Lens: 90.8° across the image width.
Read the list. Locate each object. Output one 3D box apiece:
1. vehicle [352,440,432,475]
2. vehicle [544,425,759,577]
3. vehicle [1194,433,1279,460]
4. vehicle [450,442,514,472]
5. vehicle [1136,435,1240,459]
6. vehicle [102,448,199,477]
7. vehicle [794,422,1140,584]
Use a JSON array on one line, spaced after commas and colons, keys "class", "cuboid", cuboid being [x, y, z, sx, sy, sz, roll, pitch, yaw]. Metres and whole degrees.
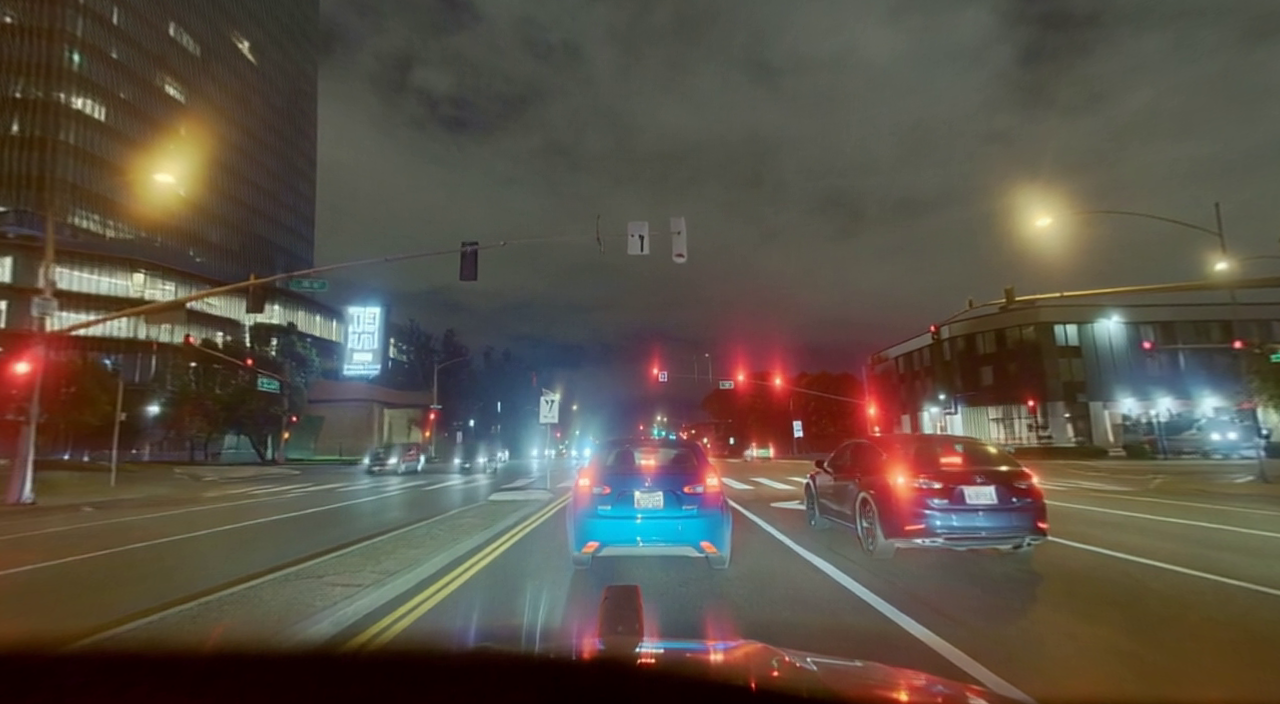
[{"class": "vehicle", "cuboid": [-12.640, 5.418, 32.552, 2.166, 1.659, 4.654, 0, -9, 1]}, {"class": "vehicle", "cuboid": [0.089, 1.759, 8.216, 2.087, 1.468, 4.014, 0, -9, -1]}, {"class": "vehicle", "cuboid": [35.211, 5.486, 36.648, 4.190, 1.535, 1.998, 0, -9, -1]}, {"class": "vehicle", "cuboid": [-8.249, 5.524, 33.393, 2.090, 1.475, 4.616, 0, -9, 1]}, {"class": "vehicle", "cuboid": [34.637, 6.044, 40.040, 4.616, 1.476, 2.165, 0, -9, -2]}, {"class": "vehicle", "cuboid": [-26.677, 6.030, 34.521, 3.657, 1.528, 1.783, 1, -9, -3]}, {"class": "vehicle", "cuboid": [3.612, 1.757, 8.217, 2.018, 1.491, 4.544, 0, -9, -1]}]
